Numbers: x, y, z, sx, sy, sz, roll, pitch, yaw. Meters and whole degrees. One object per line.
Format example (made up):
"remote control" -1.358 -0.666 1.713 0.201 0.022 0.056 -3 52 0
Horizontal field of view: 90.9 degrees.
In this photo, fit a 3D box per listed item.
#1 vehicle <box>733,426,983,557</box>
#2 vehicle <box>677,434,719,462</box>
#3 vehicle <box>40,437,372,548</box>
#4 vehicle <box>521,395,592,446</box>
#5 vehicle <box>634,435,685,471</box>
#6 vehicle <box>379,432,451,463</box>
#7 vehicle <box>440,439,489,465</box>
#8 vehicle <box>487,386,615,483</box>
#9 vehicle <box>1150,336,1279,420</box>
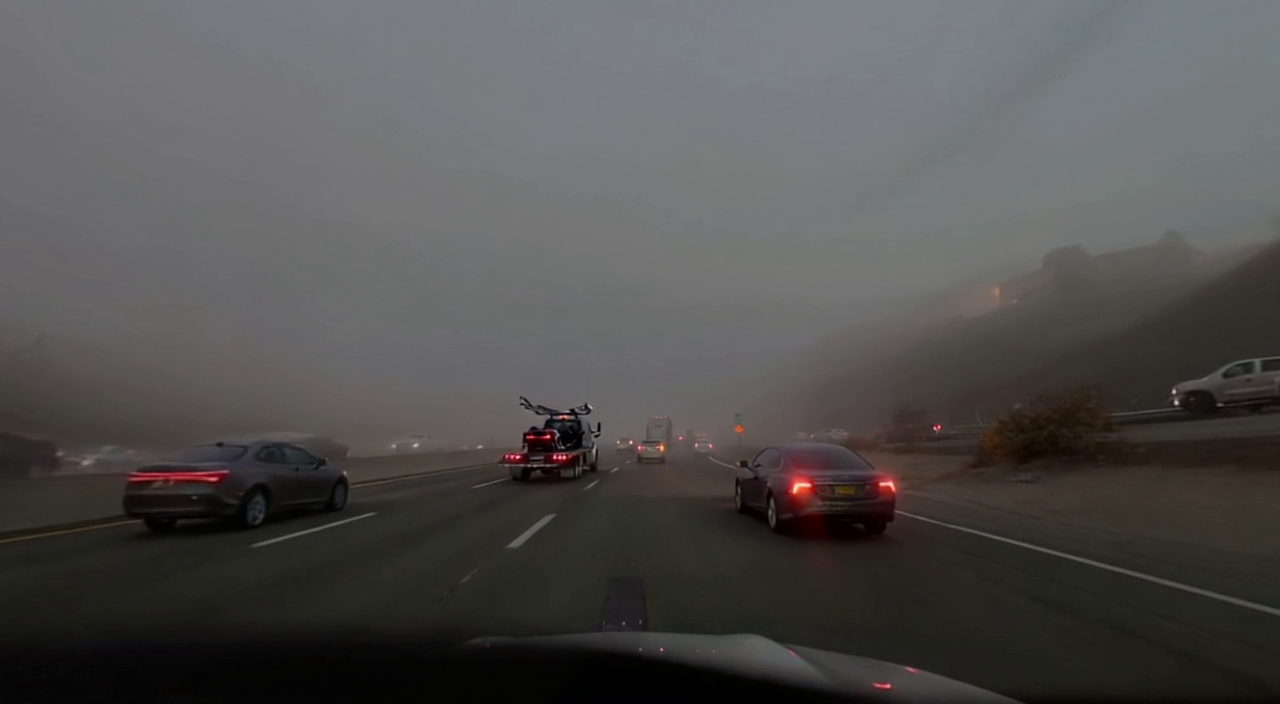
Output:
"vehicle" 2.837 1.916 9.446 2.040 1.481 4.260 0 -8 -3
"vehicle" 3.533 5.961 39.232 2.075 1.614 4.682 0 -8 -1
"vehicle" -6.619 2.165 10.579 1.964 1.395 4.948 0 -8 2
"vehicle" -2.940 2.620 23.232 1.893 1.674 4.766 0 -8 1
"vehicle" 0.865 4.485 28.171 2.079 1.499 3.915 0 -8 2
"vehicle" -14.664 6.279 41.543 2.333 1.897 5.499 -1 -8 5
"vehicle" -11.472 6.550 41.485 1.869 1.603 3.861 -1 -8 5
"vehicle" -2.908 3.264 24.435 3.162 2.955 10.282 0 -8 2
"vehicle" 14.342 0.618 14.148 1.979 1.616 4.268 1 -8 -5
